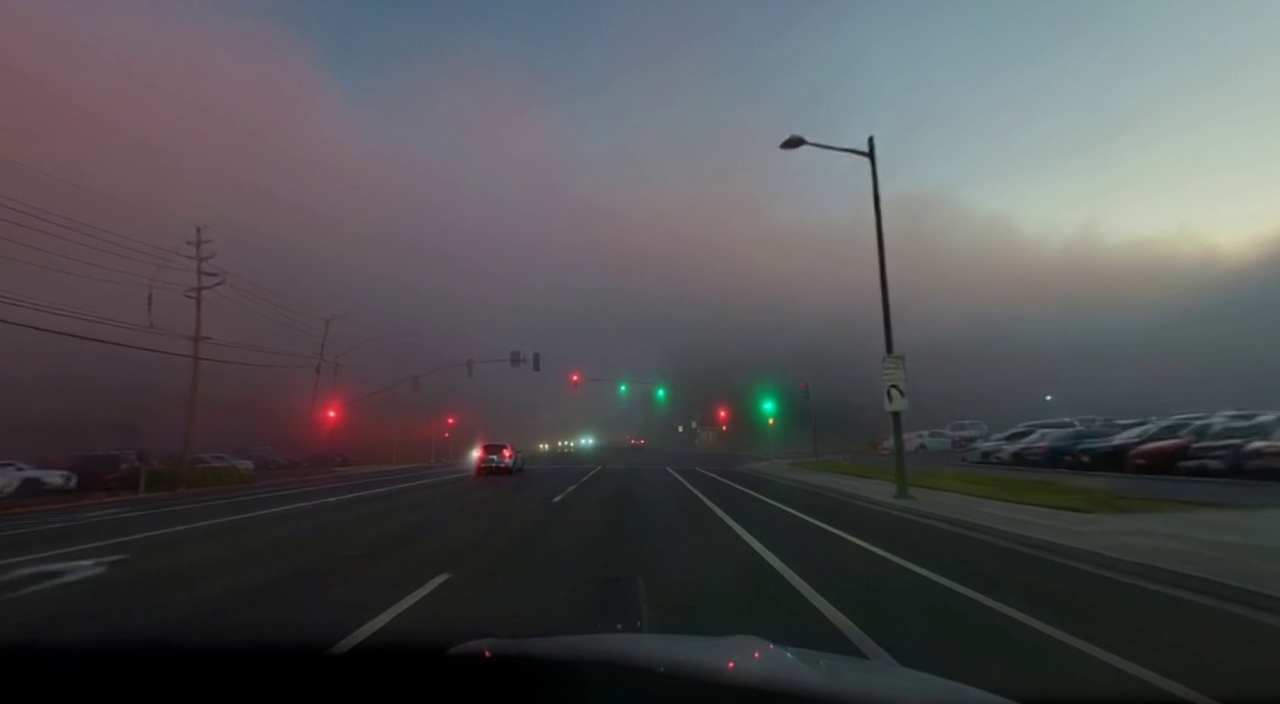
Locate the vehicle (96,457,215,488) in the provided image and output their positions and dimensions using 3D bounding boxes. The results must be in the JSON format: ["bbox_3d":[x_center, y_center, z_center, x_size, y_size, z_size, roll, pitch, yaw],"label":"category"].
[{"bbox_3d":[-24.743,6.158,32.363,4.403,1.465,1.928,0,-8,-3],"label":"vehicle"}]

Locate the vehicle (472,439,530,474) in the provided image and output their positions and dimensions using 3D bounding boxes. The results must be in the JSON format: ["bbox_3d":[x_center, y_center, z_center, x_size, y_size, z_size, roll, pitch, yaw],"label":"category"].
[{"bbox_3d":[-6.316,4.782,29.170,1.928,1.451,4.219,0,-8,-3],"label":"vehicle"}]

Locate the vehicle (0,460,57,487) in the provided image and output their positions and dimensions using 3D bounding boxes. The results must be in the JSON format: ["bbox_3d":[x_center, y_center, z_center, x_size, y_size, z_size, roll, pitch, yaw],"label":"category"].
[{"bbox_3d":[-40.074,7.909,41.457,1.856,1.500,4.721,5,-10,-34],"label":"vehicle"}]
